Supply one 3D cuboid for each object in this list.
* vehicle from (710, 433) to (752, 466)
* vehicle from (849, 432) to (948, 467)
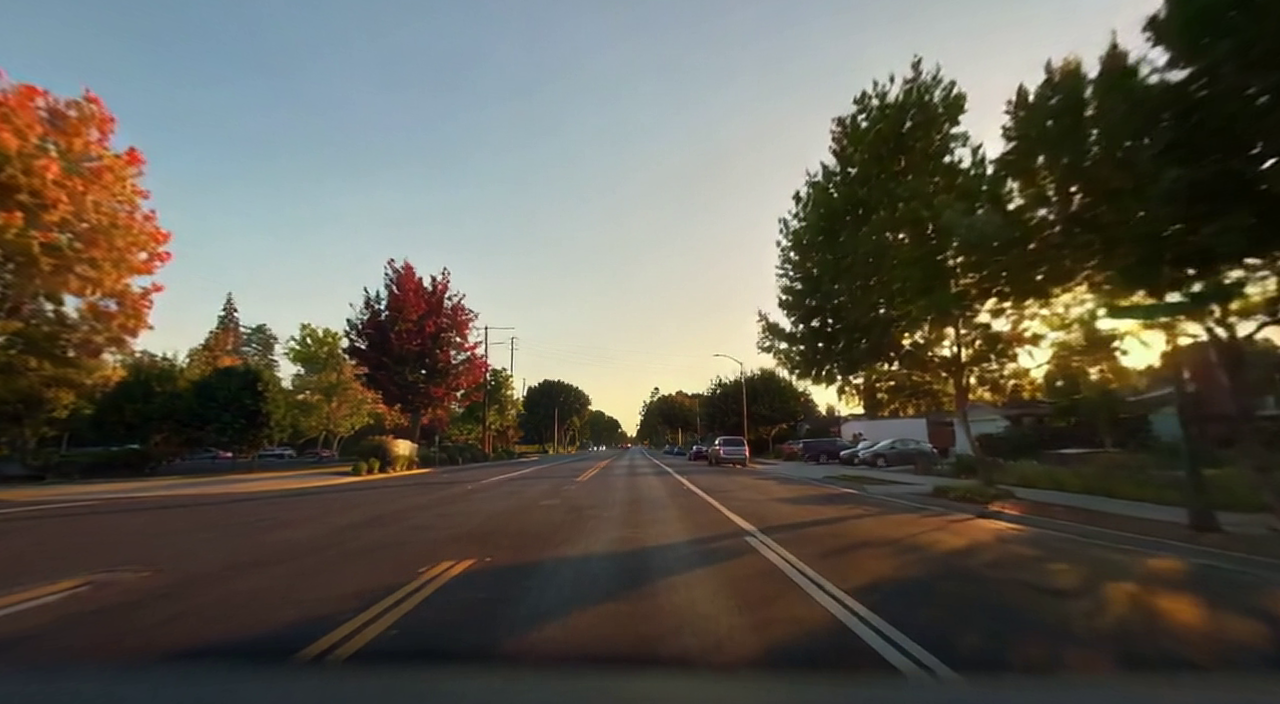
[{"bbox_3d":[6.315,6.850,44.595,2.275,2.132,5.726,0,-9,1],"label":"vehicle"},{"bbox_3d":[14.394,5.450,35.358,4.637,1.842,2.016,0,-9,2],"label":"vehicle"}]
